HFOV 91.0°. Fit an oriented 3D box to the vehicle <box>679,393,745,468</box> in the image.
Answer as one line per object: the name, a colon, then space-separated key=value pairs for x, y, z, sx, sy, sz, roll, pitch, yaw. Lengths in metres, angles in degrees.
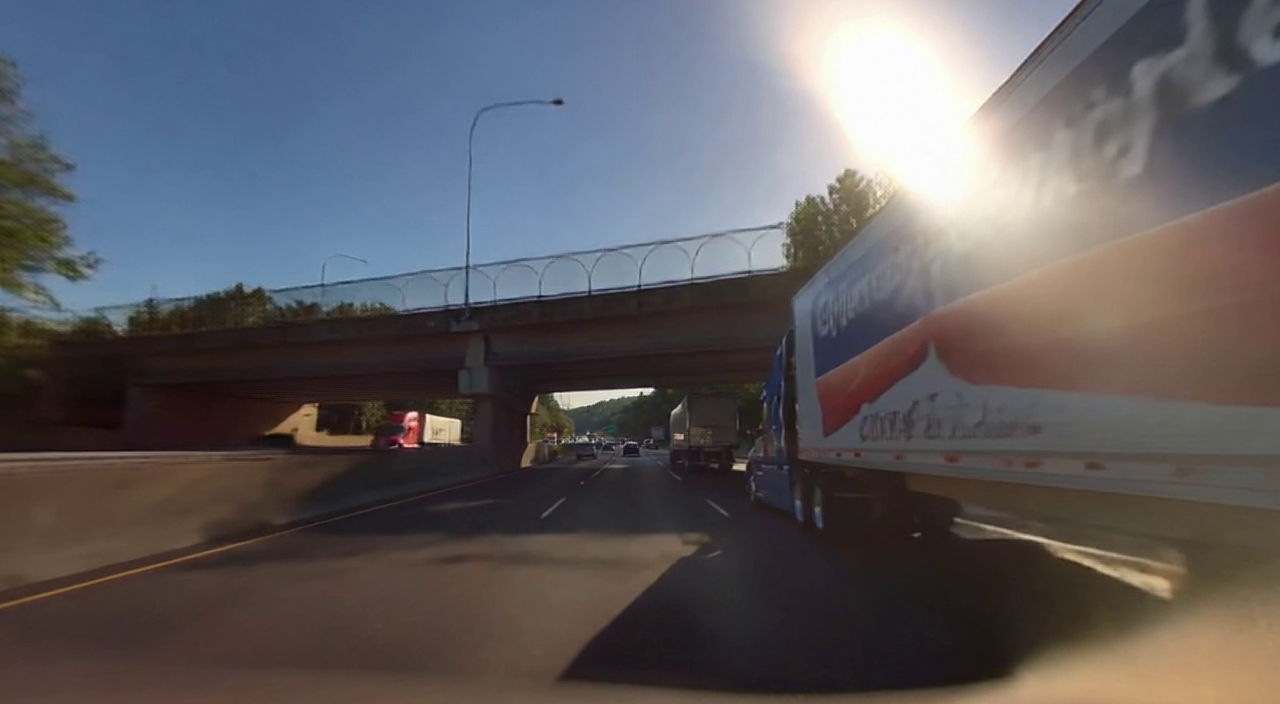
vehicle: x=4.200 y=5.002 z=38.871 sx=3.085 sy=4.062 sz=8.965 roll=0 pitch=-10 yaw=1

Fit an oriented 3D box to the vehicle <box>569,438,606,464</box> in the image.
vehicle: x=-3.521 y=6.734 z=42.844 sx=2.206 sy=1.644 sz=4.027 roll=0 pitch=-8 yaw=0

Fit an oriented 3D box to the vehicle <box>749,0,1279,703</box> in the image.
vehicle: x=3.732 y=-0.006 z=4.989 sx=3.116 sy=3.992 sz=13.748 roll=0 pitch=-8 yaw=-1

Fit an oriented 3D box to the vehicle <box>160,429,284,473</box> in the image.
vehicle: x=-16.342 y=3.893 z=24.933 sx=1.940 sy=1.566 sz=4.323 roll=0 pitch=-8 yaw=0
